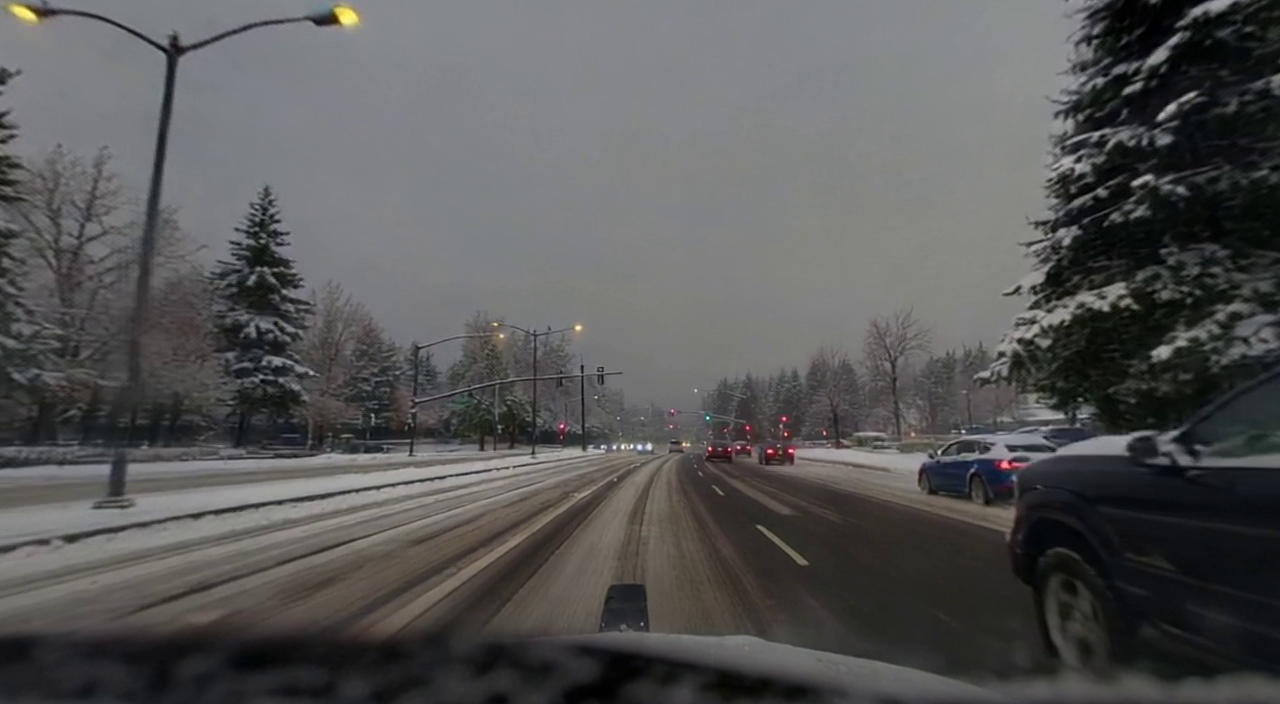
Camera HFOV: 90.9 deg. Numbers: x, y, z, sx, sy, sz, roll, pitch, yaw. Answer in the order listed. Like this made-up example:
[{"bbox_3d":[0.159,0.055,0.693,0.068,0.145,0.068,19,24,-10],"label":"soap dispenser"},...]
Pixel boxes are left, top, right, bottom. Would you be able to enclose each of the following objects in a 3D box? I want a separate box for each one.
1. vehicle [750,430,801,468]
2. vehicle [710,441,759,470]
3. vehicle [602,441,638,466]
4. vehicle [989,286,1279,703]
[{"bbox_3d":[8.419,6.102,39.791,2.186,2.202,5.426,0,-8,2],"label":"vehicle"},{"bbox_3d":[5.393,5.986,36.653,2.292,1.563,4.734,0,-8,2],"label":"vehicle"},{"bbox_3d":[-1.303,6.811,42.451,1.958,1.542,4.175,-1,-9,5],"label":"vehicle"},{"bbox_3d":[3.234,0.498,0.789,2.333,1.777,5.713,0,-8,0],"label":"vehicle"}]
